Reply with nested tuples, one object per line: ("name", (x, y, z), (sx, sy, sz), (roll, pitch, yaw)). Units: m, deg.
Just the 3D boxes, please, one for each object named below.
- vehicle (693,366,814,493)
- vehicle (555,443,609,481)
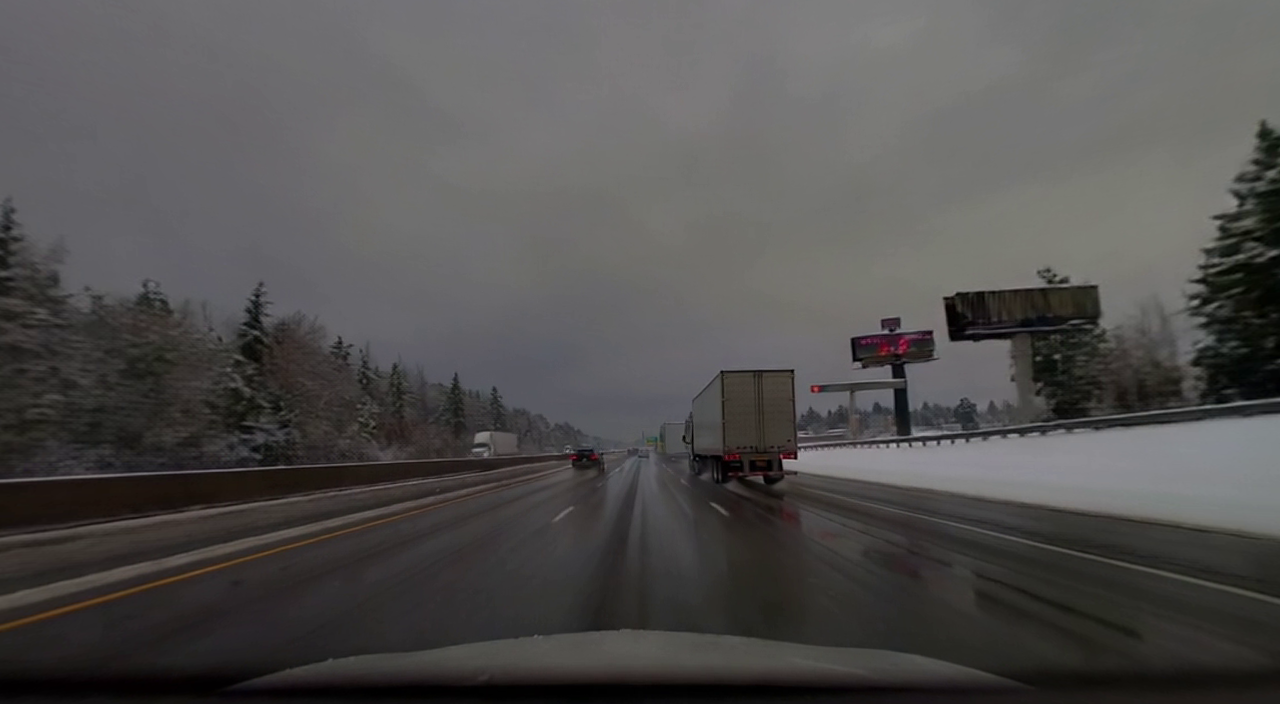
("vehicle", (4.433, 3.685, 28.460), (2.826, 4.269, 14.176), (0, -9, 0))
("vehicle", (-2.923, 5.695, 32.883), (2.291, 1.788, 4.825), (0, -9, 1))
